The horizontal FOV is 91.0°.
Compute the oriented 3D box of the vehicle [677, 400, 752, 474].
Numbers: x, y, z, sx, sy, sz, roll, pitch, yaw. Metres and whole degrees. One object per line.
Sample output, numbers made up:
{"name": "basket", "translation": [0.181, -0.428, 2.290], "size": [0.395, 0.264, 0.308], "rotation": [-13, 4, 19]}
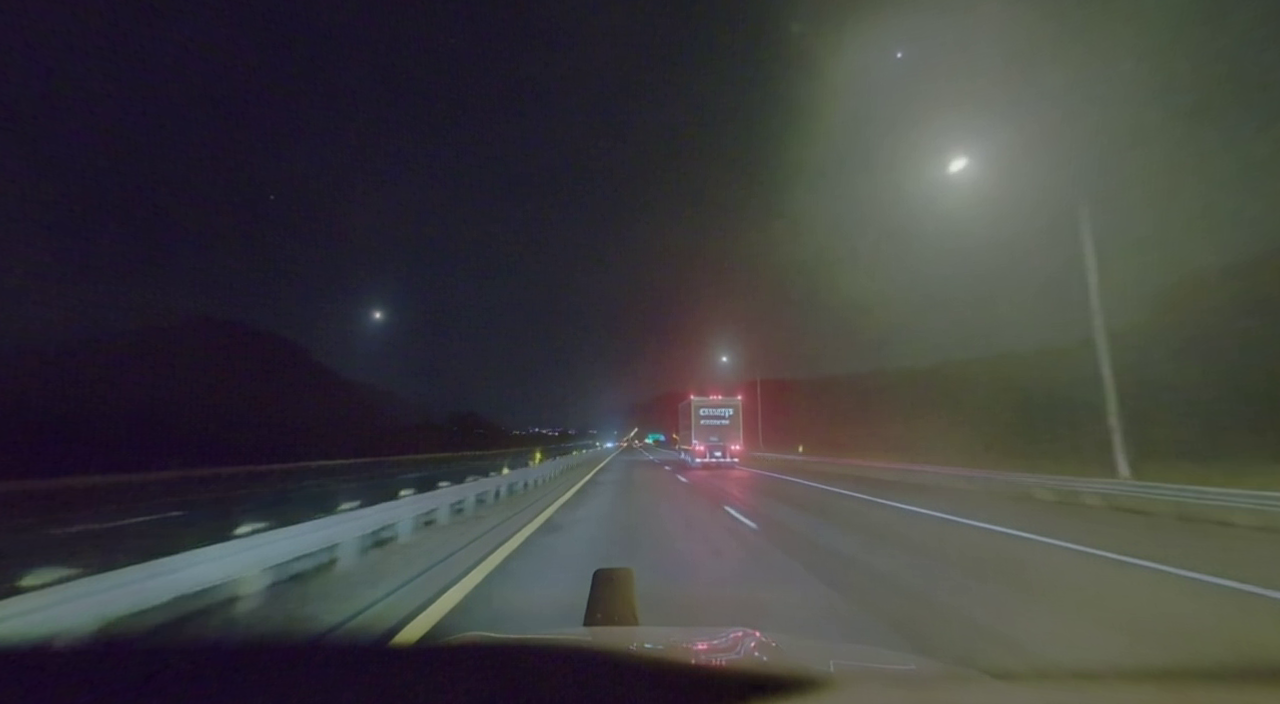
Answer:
{"name": "vehicle", "translation": [3.480, 4.225, 31.192], "size": [2.702, 3.193, 7.196], "rotation": [-1, -8, -1]}
